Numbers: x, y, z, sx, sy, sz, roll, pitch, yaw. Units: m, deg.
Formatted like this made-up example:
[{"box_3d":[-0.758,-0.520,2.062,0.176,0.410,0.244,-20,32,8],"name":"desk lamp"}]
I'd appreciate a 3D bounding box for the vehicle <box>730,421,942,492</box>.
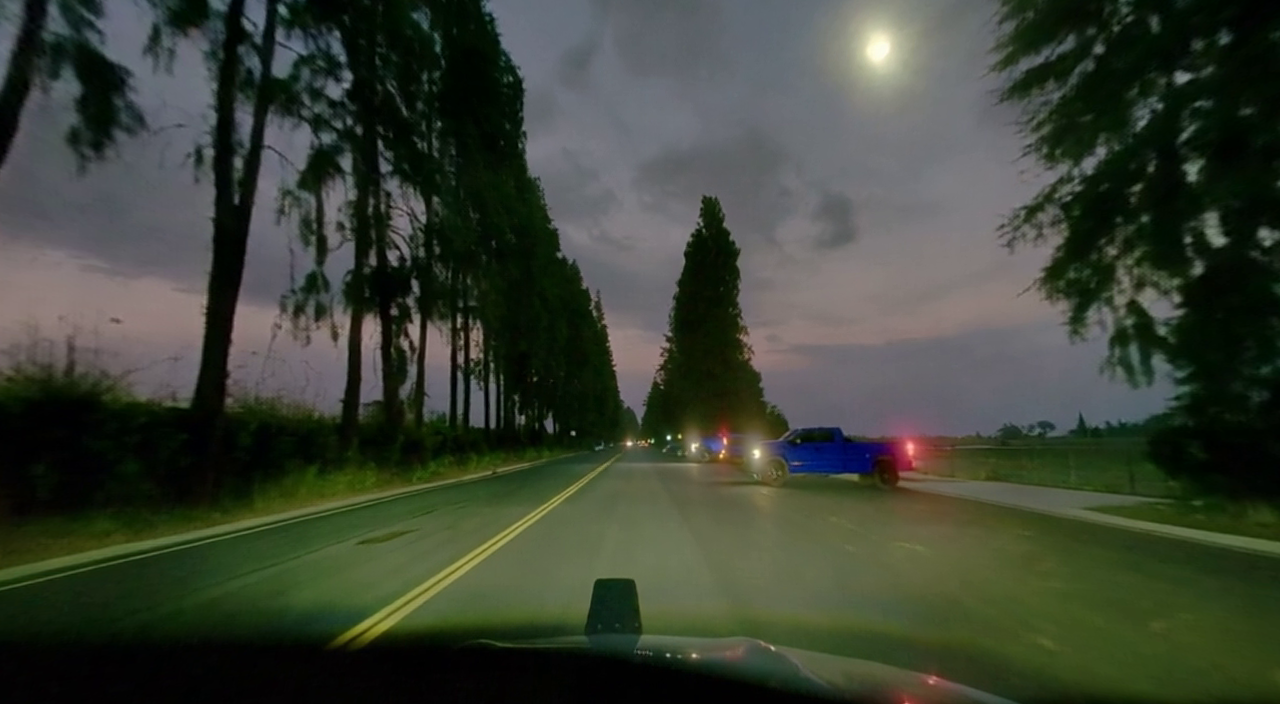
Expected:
[{"box_3d":[5.953,3.264,19.905,5.797,2.070,2.502,0,-8,-1],"name":"vehicle"}]
